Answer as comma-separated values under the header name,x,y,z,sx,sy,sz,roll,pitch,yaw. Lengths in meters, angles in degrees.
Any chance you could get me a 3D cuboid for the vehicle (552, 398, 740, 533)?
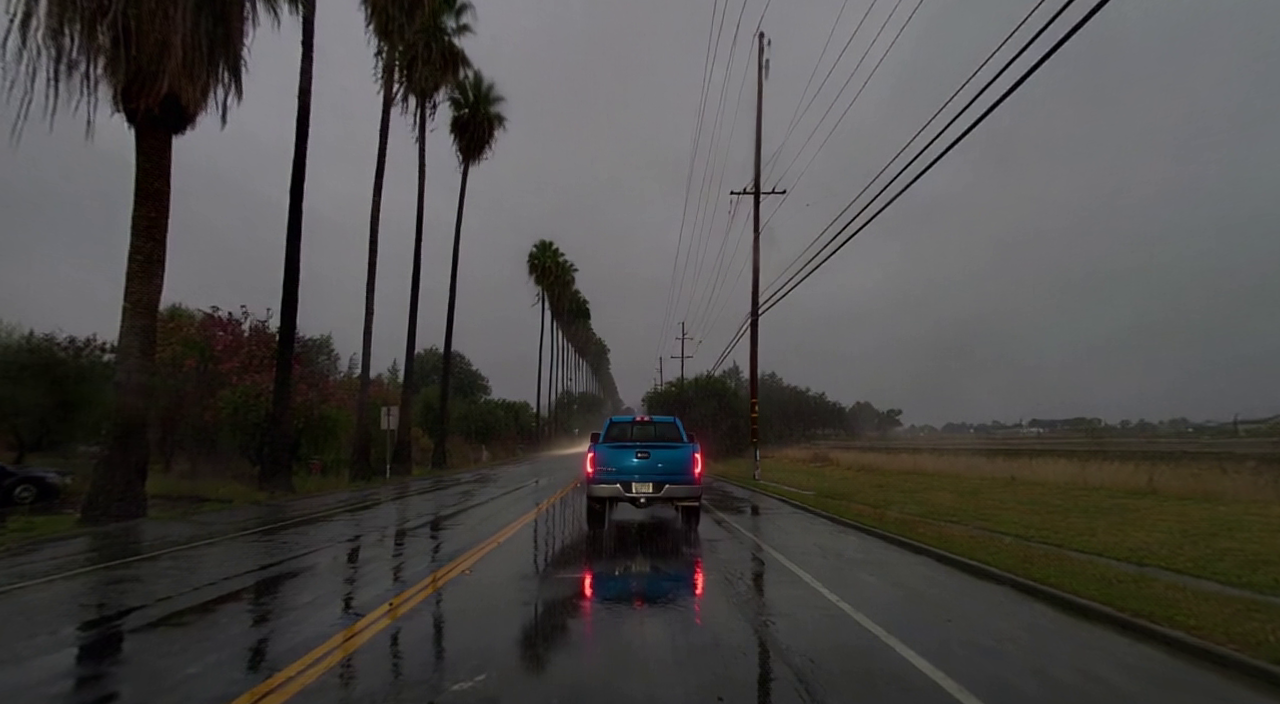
name,x,y,z,sx,sy,sz,roll,pitch,yaw
vehicle,0.065,2.141,12.447,2.803,2.005,5.885,0,-8,-1
